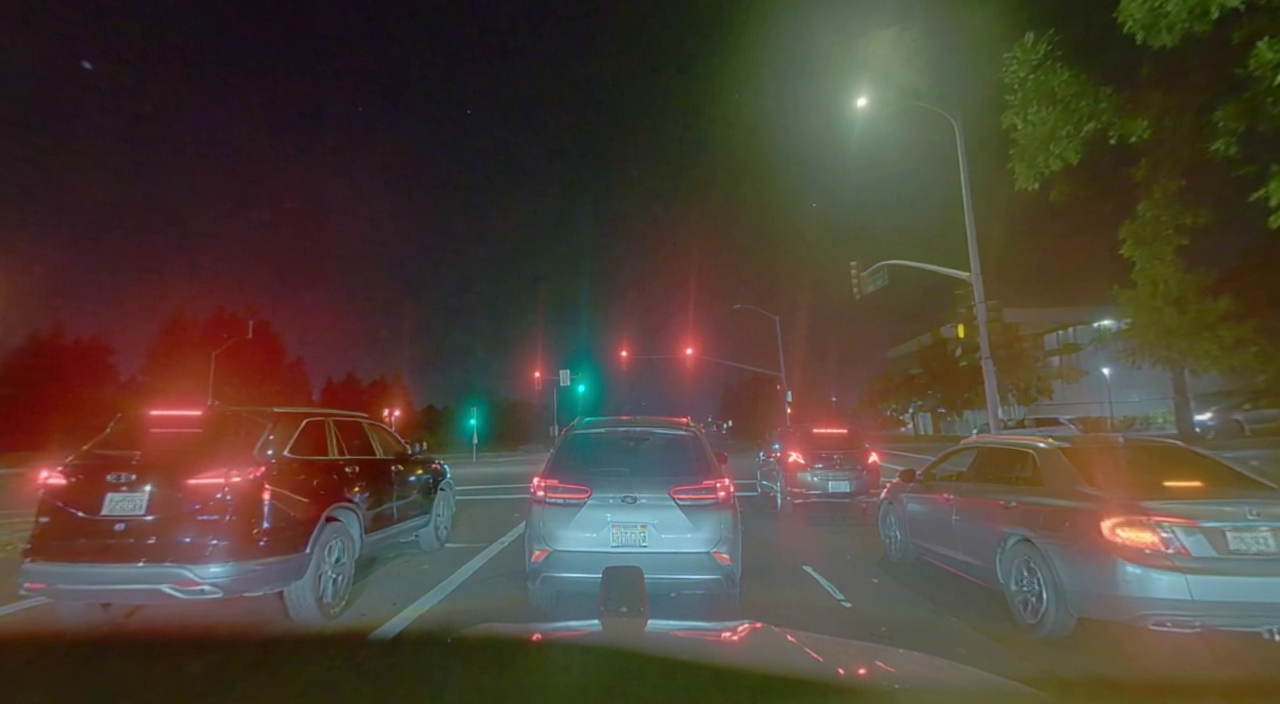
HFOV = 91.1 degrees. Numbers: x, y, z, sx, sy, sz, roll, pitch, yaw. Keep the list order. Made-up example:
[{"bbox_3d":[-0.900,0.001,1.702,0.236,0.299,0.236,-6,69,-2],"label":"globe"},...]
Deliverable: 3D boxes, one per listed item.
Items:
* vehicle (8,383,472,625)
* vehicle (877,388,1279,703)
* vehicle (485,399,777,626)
[{"bbox_3d":[-3.548,1.428,6.858,2.014,1.755,4.360,0,-8,3],"label":"vehicle"},{"bbox_3d":[3.596,1.204,4.603,2.010,1.486,4.498,0,-8,1],"label":"vehicle"},{"bbox_3d":[-0.042,1.395,6.306,2.047,1.579,3.642,0,-8,1],"label":"vehicle"}]
